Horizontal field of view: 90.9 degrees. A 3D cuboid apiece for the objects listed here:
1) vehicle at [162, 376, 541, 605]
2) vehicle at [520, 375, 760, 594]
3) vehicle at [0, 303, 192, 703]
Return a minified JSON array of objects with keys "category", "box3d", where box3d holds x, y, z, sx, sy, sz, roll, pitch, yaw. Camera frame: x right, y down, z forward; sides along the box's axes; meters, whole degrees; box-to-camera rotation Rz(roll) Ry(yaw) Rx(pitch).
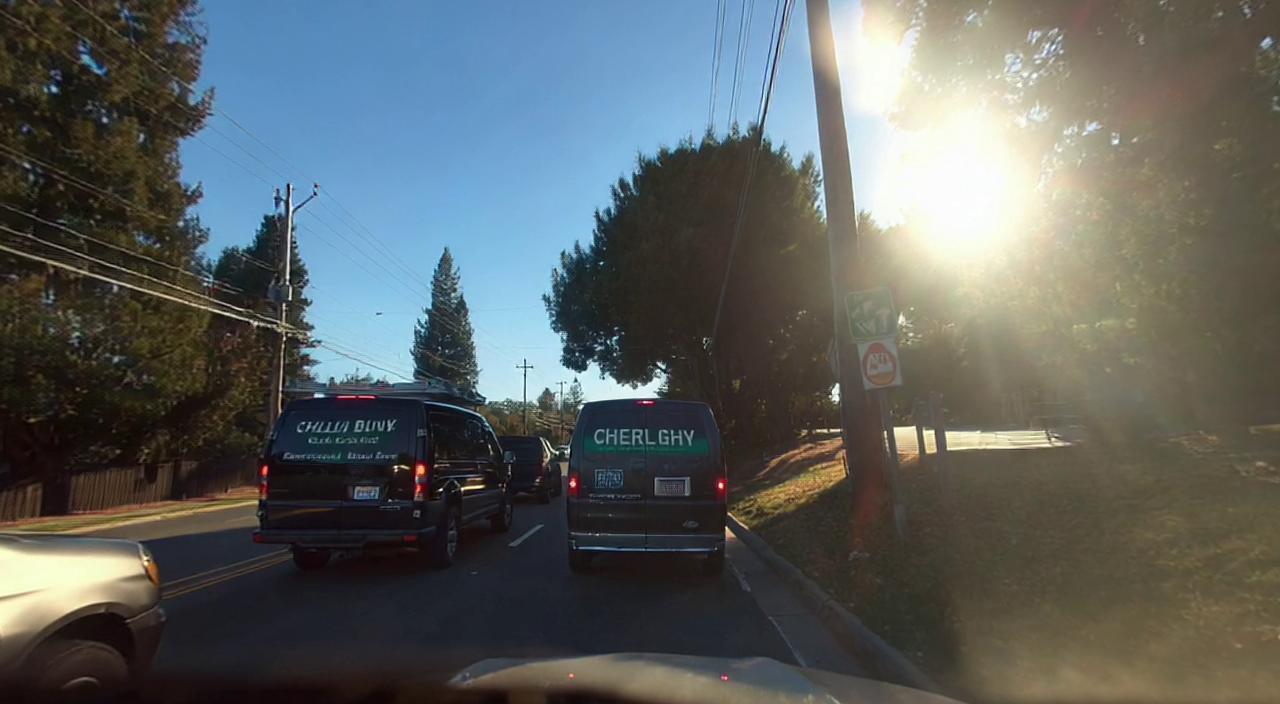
[{"category":"vehicle","box3d":[-2.758,1.479,7.614,2.109,1.851,4.749,-1,-8,3]},{"category":"vehicle","box3d":[0.102,1.464,7.691,2.117,1.911,4.095,-1,-8,3]},{"category":"vehicle","box3d":[-3.142,0.499,0.244,2.160,1.796,4.997,0,-8,1]}]
